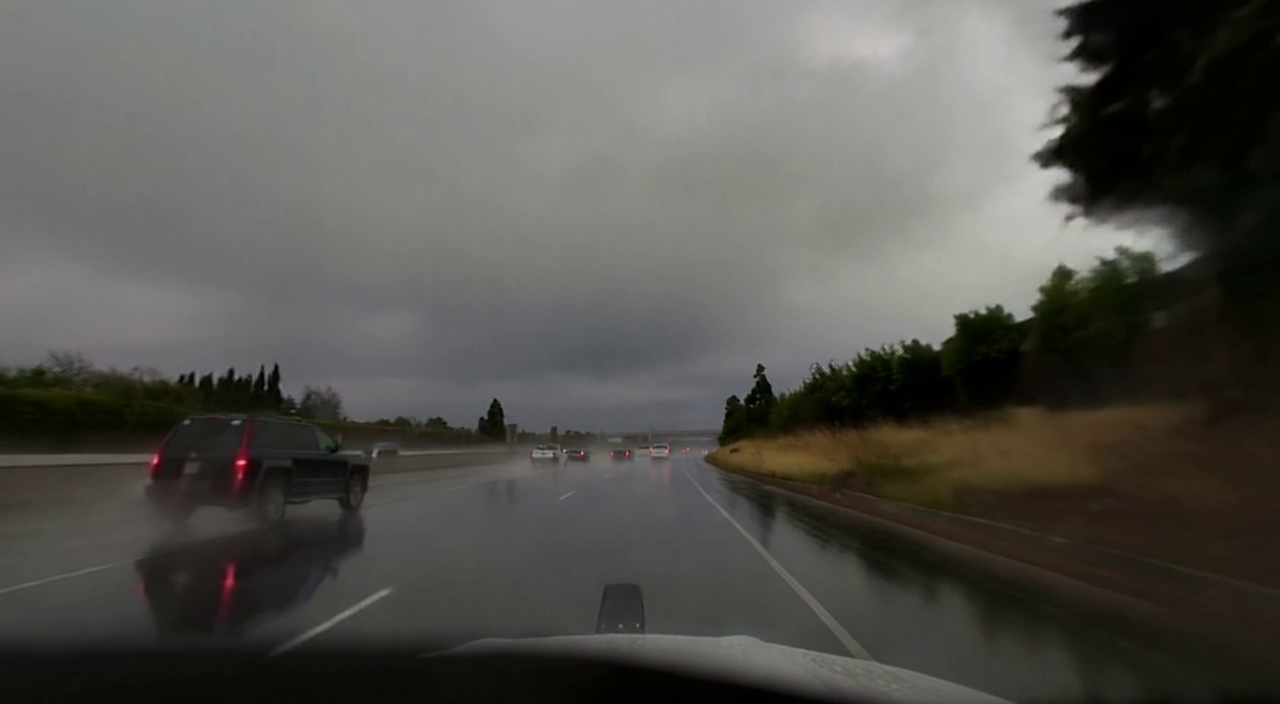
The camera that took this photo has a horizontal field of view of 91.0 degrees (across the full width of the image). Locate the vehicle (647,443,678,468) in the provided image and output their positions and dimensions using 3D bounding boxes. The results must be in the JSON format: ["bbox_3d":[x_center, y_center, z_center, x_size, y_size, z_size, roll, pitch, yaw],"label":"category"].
[{"bbox_3d":[1.683,7.442,45.574,2.141,1.706,4.065,-1,-9,3],"label":"vehicle"}]

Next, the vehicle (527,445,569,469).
[{"bbox_3d":[-6.169,7.087,42.808,1.986,1.534,4.255,-1,-9,4],"label":"vehicle"}]

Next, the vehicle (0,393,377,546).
[{"bbox_3d":[-7.079,1.935,10.987,2.438,1.967,5.596,0,-9,1],"label":"vehicle"}]
